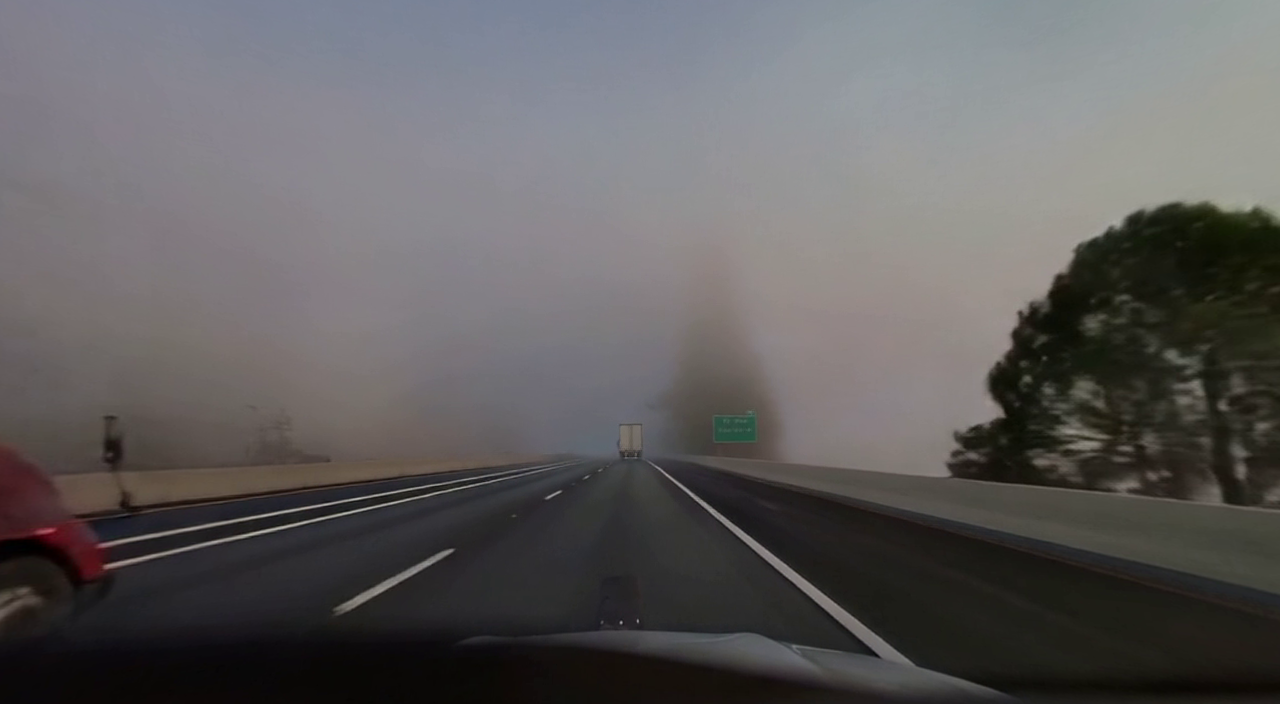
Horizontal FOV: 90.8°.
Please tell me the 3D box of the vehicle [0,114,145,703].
[{"bbox_3d":[-4.204,-0.086,0.514,2.368,2.813,6.329,0,-9,0],"label":"vehicle"}]
